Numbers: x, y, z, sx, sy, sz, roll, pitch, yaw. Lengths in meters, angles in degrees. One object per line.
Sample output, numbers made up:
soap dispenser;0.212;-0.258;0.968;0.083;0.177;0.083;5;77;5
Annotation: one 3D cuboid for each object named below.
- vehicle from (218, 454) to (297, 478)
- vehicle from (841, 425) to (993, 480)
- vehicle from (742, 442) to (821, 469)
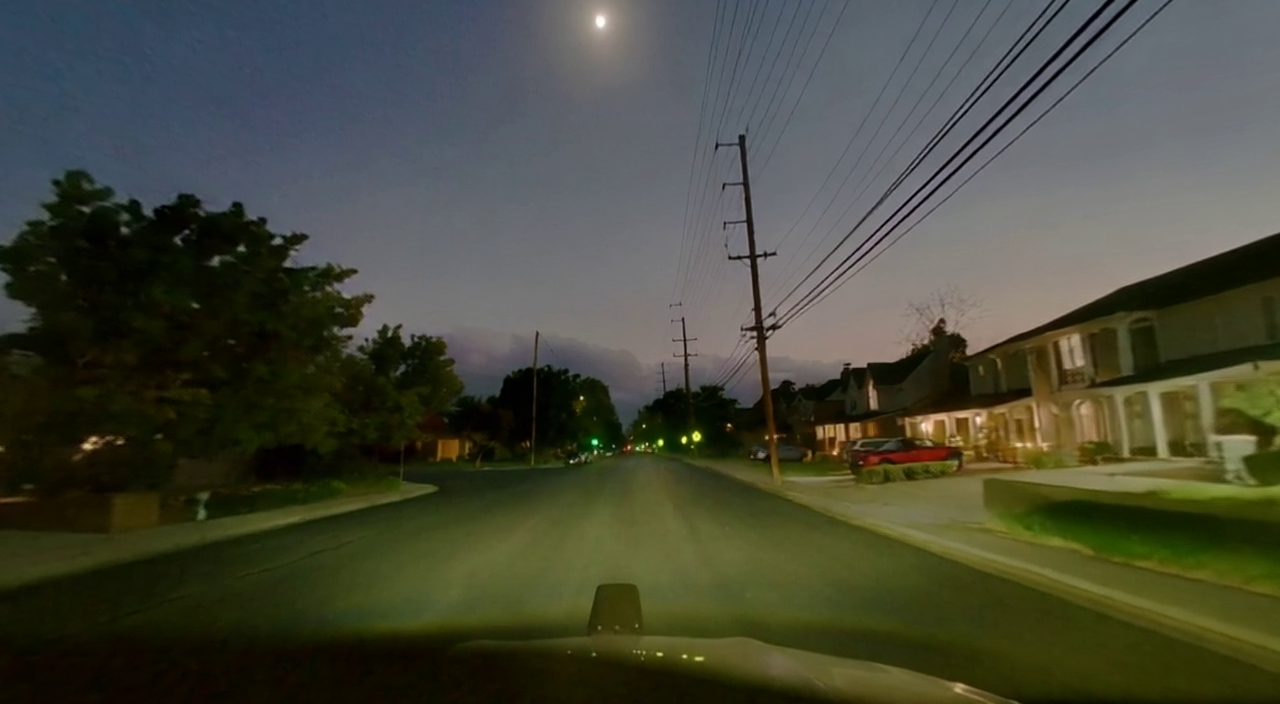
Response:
vehicle;-27.143;8.068;44.929;4.360;1.582;1.920;-1;-9;-2
vehicle;10.253;3.773;23.702;4.686;1.786;2.019;-3;-8;5
vehicle;9.522;7.006;42.856;4.846;1.577;2.146;-2;-8;0
